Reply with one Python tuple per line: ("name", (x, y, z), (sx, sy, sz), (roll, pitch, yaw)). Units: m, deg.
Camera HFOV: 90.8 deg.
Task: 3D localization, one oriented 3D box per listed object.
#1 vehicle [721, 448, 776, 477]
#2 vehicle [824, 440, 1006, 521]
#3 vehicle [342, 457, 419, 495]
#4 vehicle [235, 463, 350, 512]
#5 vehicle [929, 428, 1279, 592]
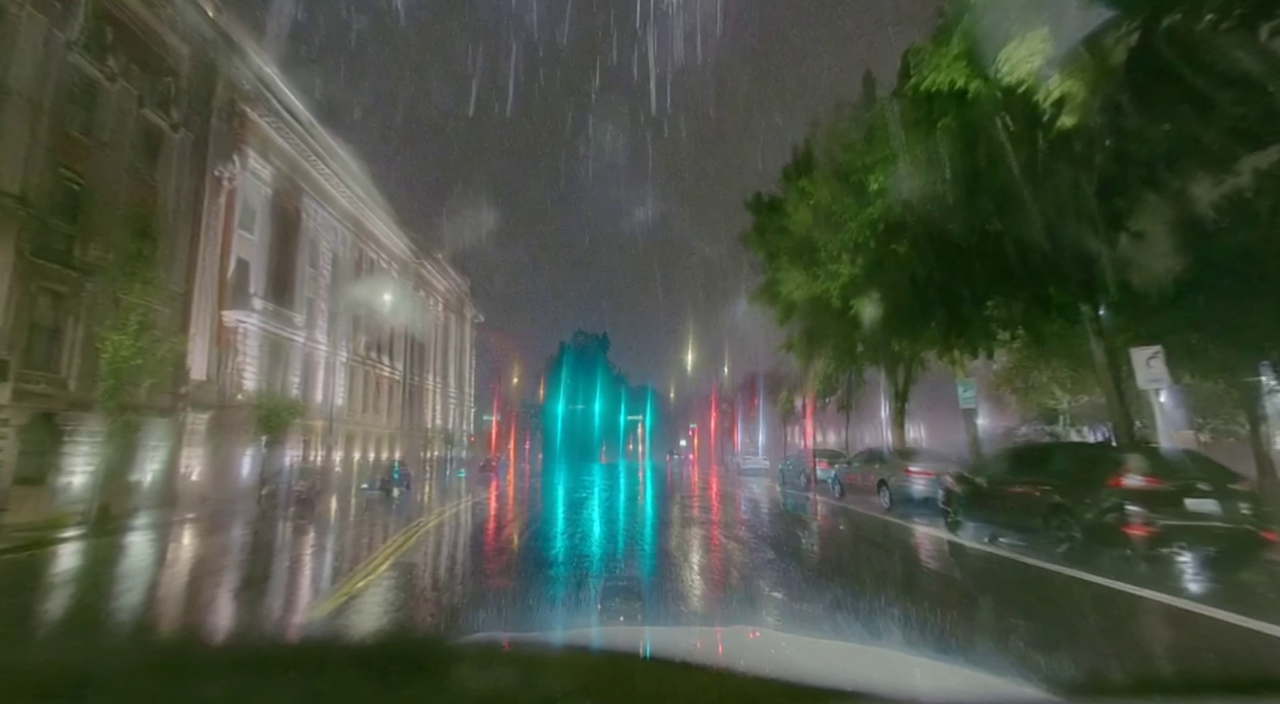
("vehicle", (5.982, 6.131, 35.339), (2.091, 1.445, 4.678), (0, -9, -2))
("vehicle", (5.827, 2.751, 14.169), (1.849, 1.491, 4.626), (0, -9, -2))
("vehicle", (-12.634, 6.037, 31.122), (1.911, 1.558, 4.793), (-3, -9, -2))
("vehicle", (-12.628, 4.919, 23.347), (1.828, 1.462, 4.421), (0, -8, -2))
("vehicle", (6.037, 1.880, 8.530), (1.923, 1.554, 4.712), (0, -8, -2))
